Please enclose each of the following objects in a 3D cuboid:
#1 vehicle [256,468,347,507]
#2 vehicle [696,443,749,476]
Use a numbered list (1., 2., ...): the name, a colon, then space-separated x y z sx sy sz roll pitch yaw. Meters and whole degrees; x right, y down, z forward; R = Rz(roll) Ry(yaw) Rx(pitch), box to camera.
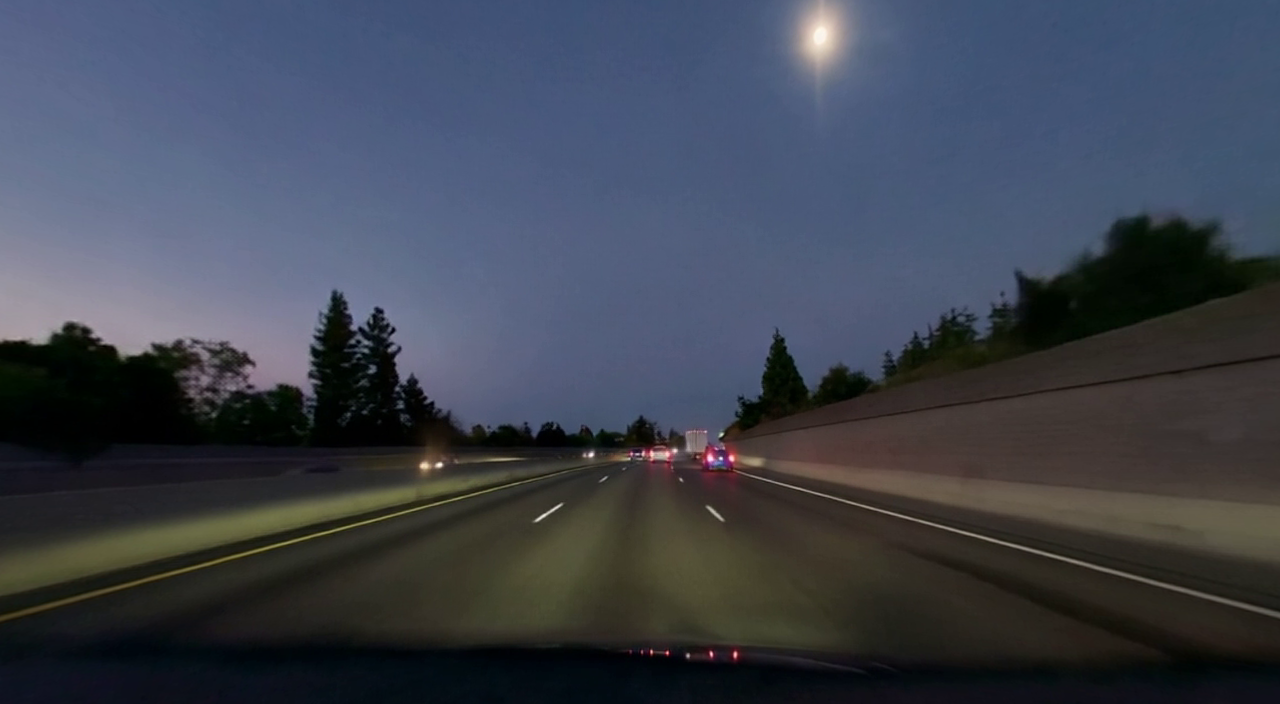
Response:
1. vehicle: -15.318 6.115 28.776 1.779 1.467 4.371 0 -9 -1
2. vehicle: 4.133 5.460 32.253 2.175 1.574 3.943 0 -9 0
